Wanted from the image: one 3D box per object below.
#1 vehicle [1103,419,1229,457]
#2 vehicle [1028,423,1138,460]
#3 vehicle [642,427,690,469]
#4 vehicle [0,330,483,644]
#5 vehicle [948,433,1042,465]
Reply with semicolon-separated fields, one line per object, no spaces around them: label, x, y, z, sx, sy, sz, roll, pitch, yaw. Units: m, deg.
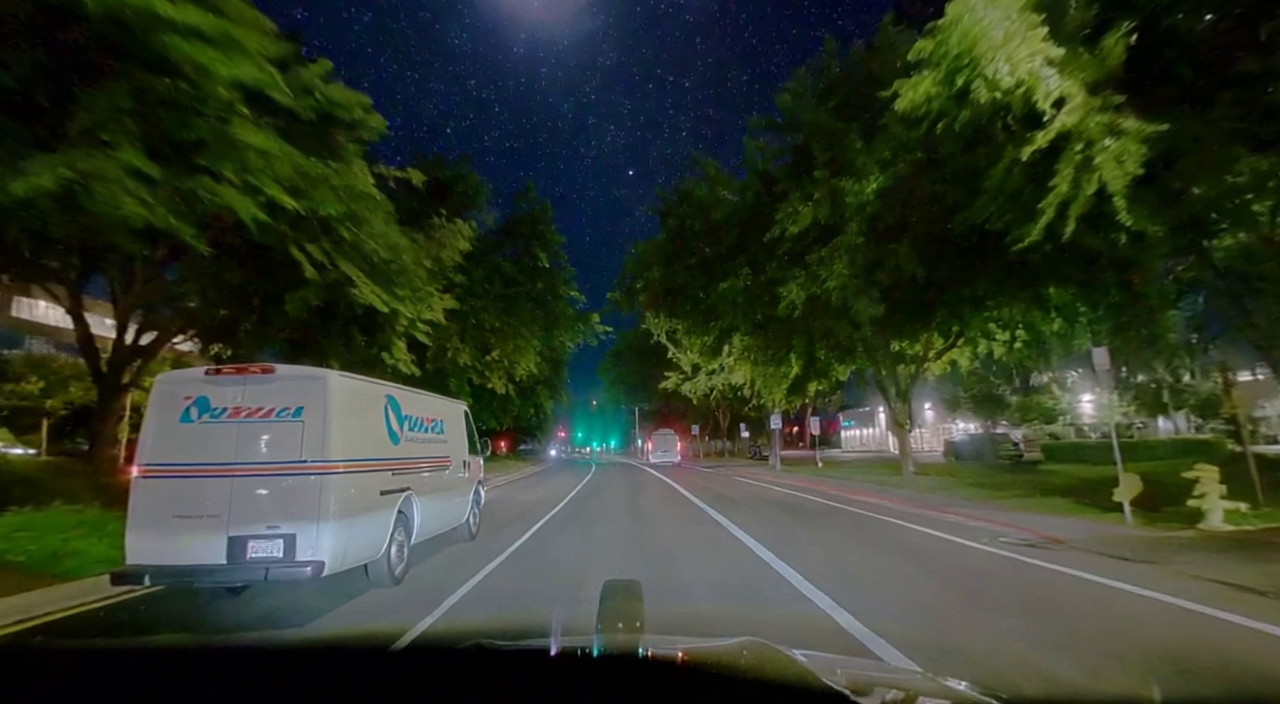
vehicle;28.520;4.728;34.511;2.097;1.881;5.012;1;-9;-8
vehicle;23.341;4.783;33.561;1.966;1.798;4.753;1;-9;-7
vehicle;1.599;6.287;41.324;2.397;2.566;5.324;1;-9;-5
vehicle;-3.482;1.278;6.820;2.420;2.227;4.499;0;-9;-1
vehicle;18.295;5.014;32.800;1.926;1.517;4.505;1;-9;-5
